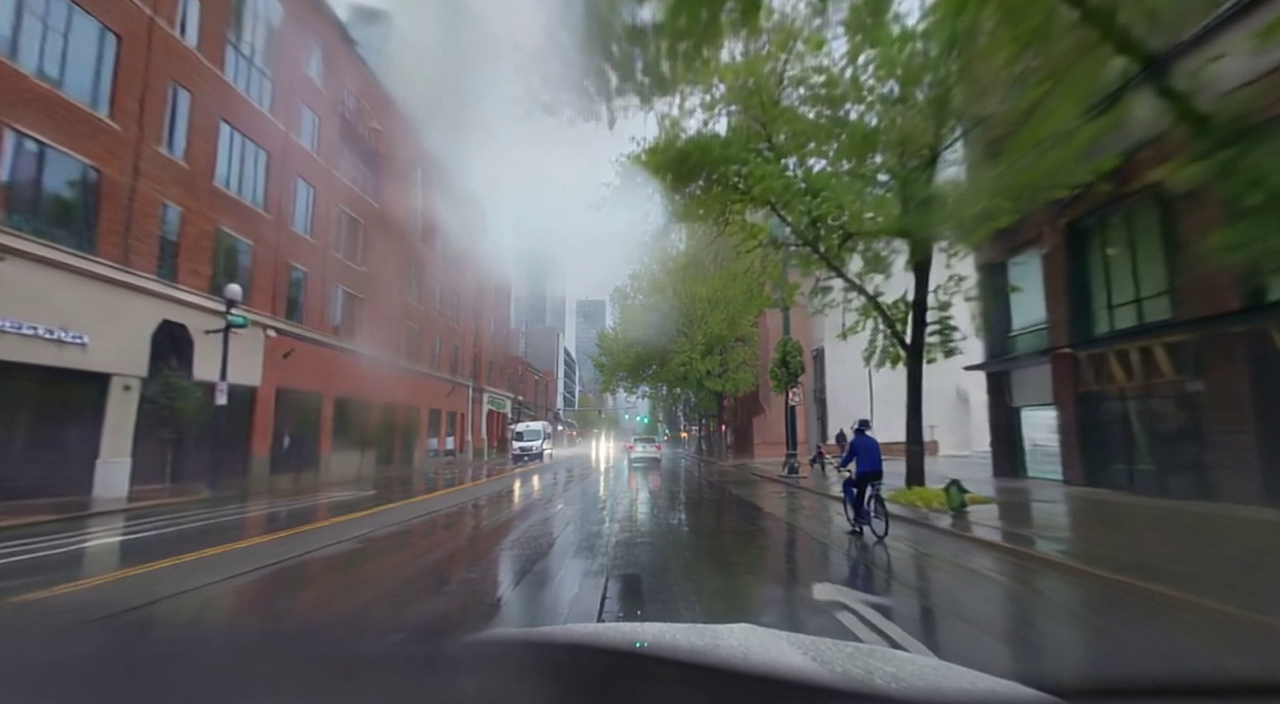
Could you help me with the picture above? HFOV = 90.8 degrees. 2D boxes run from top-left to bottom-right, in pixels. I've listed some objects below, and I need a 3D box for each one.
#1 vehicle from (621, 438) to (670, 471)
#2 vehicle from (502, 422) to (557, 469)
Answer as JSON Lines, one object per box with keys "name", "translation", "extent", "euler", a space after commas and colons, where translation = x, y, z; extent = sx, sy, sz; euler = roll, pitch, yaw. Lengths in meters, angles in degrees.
{"name": "vehicle", "translation": [0.311, 5.327, 33.027], "extent": [2.356, 1.572, 4.810], "euler": [0, -8, 1]}
{"name": "vehicle", "translation": [-6.657, 5.706, 38.782], "extent": [2.418, 2.620, 5.522], "euler": [-1, -8, 0]}
